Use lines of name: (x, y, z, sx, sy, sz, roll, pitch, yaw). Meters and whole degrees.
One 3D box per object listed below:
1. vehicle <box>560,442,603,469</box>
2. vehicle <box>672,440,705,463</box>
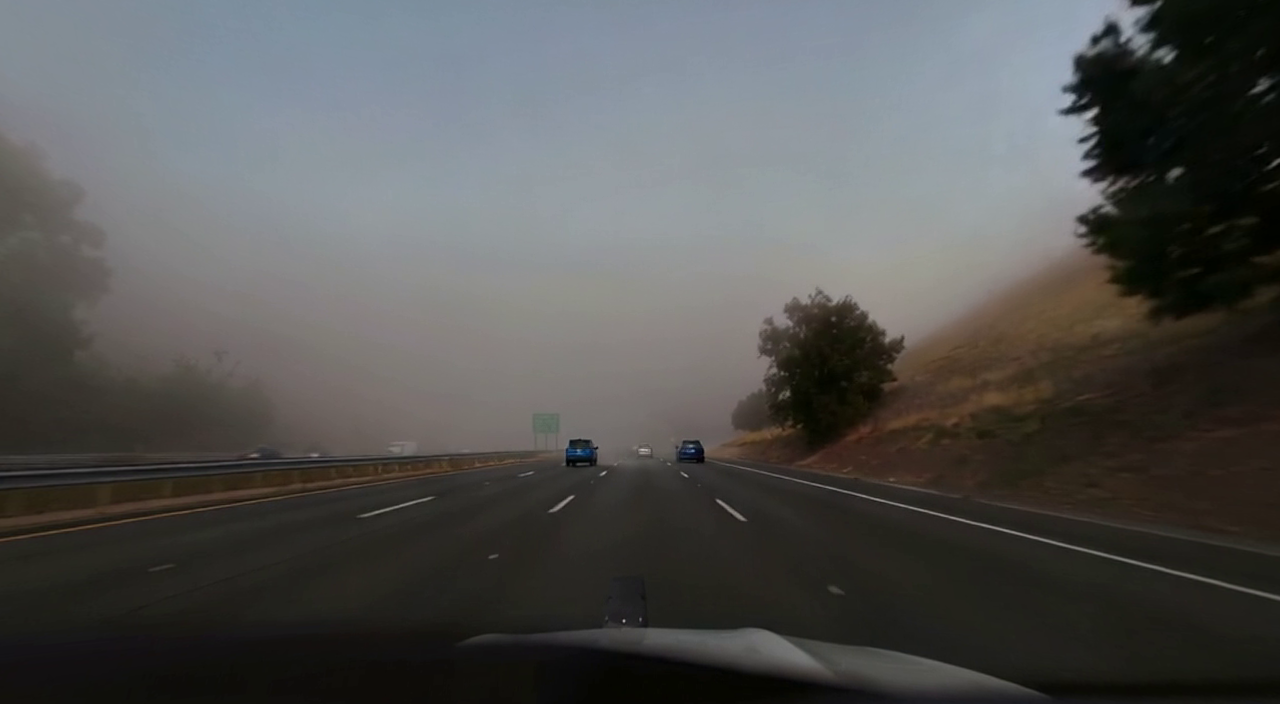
vehicle: (-3.492, 6.271, 38.475, 2.159, 1.562, 4.441, 0, -8, 1)
vehicle: (3.664, 7.629, 48.624, 2.168, 1.681, 4.279, 0, -8, 0)
